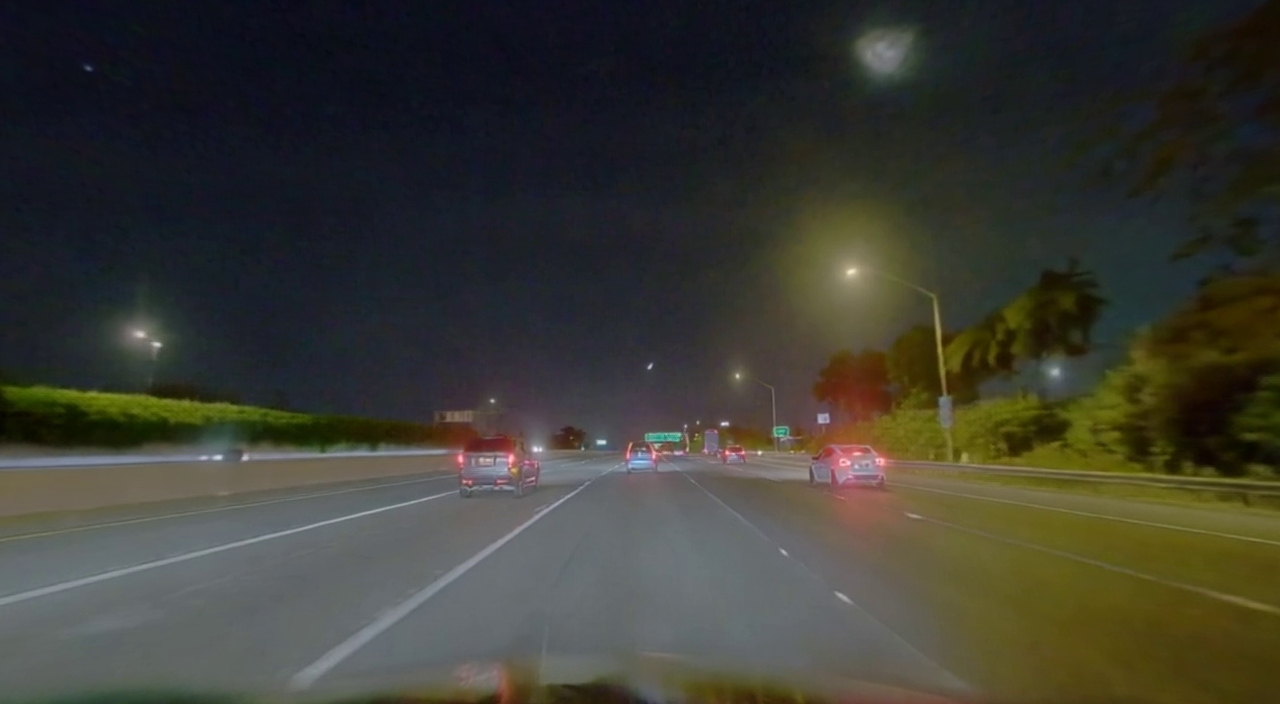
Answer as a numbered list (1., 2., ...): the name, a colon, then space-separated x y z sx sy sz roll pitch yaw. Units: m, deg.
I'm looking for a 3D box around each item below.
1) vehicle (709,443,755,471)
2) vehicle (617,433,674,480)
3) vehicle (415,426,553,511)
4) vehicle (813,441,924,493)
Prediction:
1. vehicle: 5.204 6.015 36.188 2.005 1.456 4.287 0 -9 0
2. vehicle: 0.243 4.570 27.809 2.270 1.862 4.949 0 -9 1
3. vehicle: -3.576 2.769 15.380 2.142 1.759 4.297 0 -9 2
4. vehicle: 7.248 3.689 20.496 1.936 1.480 4.373 0 -9 0
